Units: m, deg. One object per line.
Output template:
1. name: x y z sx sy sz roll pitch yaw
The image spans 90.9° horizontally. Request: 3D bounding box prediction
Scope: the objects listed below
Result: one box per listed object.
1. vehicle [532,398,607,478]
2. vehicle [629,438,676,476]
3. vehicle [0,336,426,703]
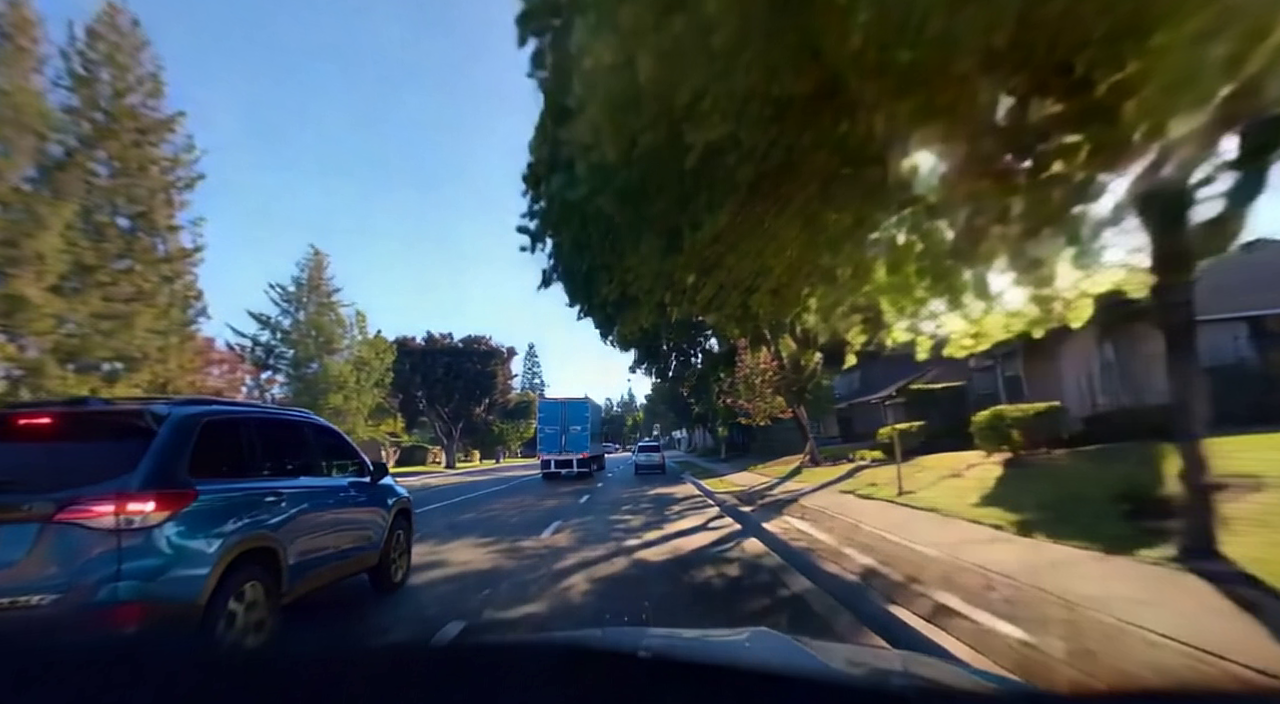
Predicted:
1. vehicle: -3.476 4.661 33.777 2.928 3.658 8.980 0 -8 0
2. vehicle: 0.606 5.197 31.407 2.174 1.749 4.113 0 -9 1
3. vehicle: -3.435 1.184 4.614 2.093 1.832 4.508 0 -9 1
